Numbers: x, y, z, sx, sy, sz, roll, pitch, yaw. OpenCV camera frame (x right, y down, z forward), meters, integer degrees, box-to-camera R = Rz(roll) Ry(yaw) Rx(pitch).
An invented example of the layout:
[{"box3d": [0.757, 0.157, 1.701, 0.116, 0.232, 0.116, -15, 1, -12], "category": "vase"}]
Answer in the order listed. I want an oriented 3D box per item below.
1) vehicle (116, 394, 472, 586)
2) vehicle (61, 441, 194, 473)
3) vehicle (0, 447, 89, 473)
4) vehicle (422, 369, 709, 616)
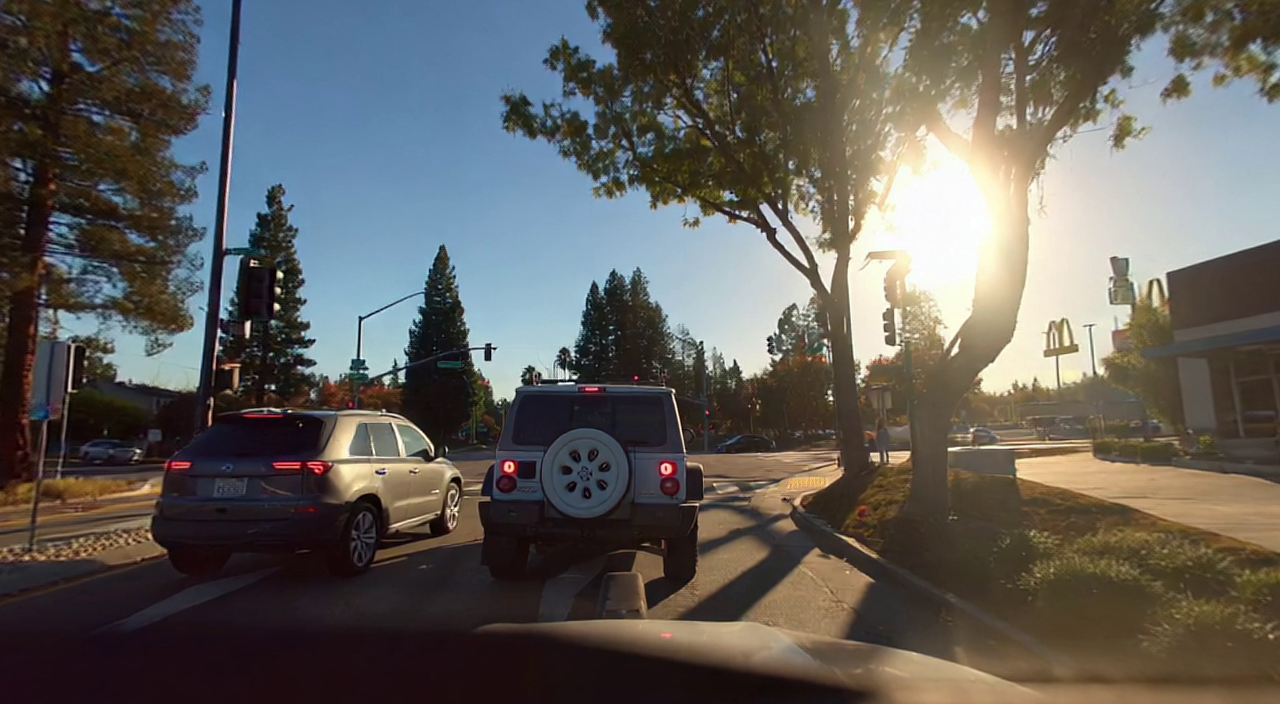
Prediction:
[{"box3d": [-3.911, 1.652, 8.345, 2.130, 1.819, 4.497, 0, -8, 0], "category": "vehicle"}, {"box3d": [-25.247, 5.179, 31.365, 4.713, 1.445, 1.887, 4, -9, -24], "category": "vehicle"}, {"box3d": [-36.025, 6.386, 37.561, 4.441, 1.447, 1.925, 4, -9, -26], "category": "vehicle"}, {"box3d": [-0.628, 1.438, 7.341, 2.224, 1.923, 4.643, 0, -8, -1], "category": "vehicle"}]
